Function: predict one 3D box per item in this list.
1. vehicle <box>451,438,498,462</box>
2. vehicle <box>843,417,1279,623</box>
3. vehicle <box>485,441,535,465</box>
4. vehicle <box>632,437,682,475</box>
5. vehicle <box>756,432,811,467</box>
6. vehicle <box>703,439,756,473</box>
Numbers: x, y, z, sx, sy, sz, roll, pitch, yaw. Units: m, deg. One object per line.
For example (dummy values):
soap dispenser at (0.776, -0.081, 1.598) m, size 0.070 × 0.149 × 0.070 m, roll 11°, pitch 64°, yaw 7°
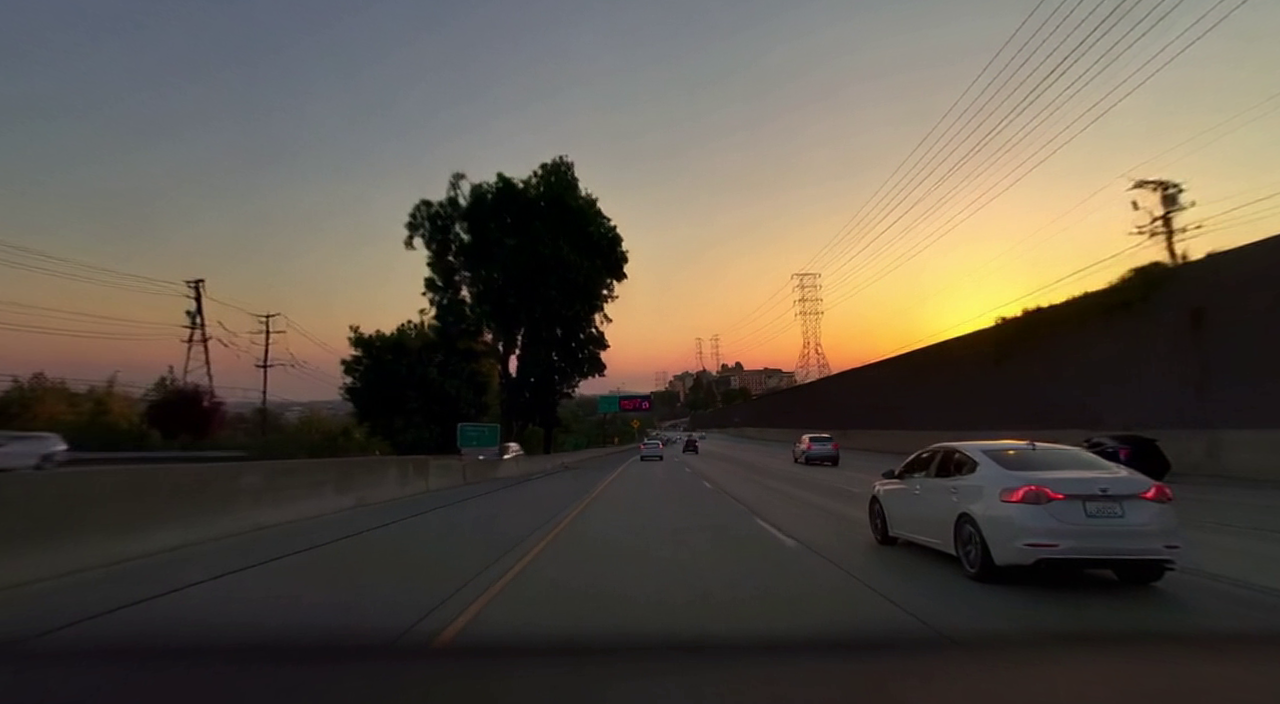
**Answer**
vehicle at (-12.538, 7.449, 48.049) m, size 2.057 × 1.744 × 4.716 m, roll -1°, pitch -8°, yaw 4°
vehicle at (3.937, 1.543, 6.830) m, size 1.986 × 1.478 × 4.429 m, roll 0°, pitch -8°, yaw 0°
vehicle at (-8.824, 6.900, 43.226) m, size 2.108 × 1.501 × 4.726 m, roll -1°, pitch -8°, yaw 4°
vehicle at (0.722, 4.565, 27.893) m, size 2.042 × 1.581 × 3.769 m, roll 0°, pitch -8°, yaw 0°
vehicle at (8.014, 5.494, 35.702) m, size 2.041 × 1.821 × 4.562 m, roll 0°, pitch -8°, yaw 0°
vehicle at (4.148, 4.888, 29.866) m, size 1.936 × 1.465 × 4.060 m, roll 0°, pitch -8°, yaw 0°
